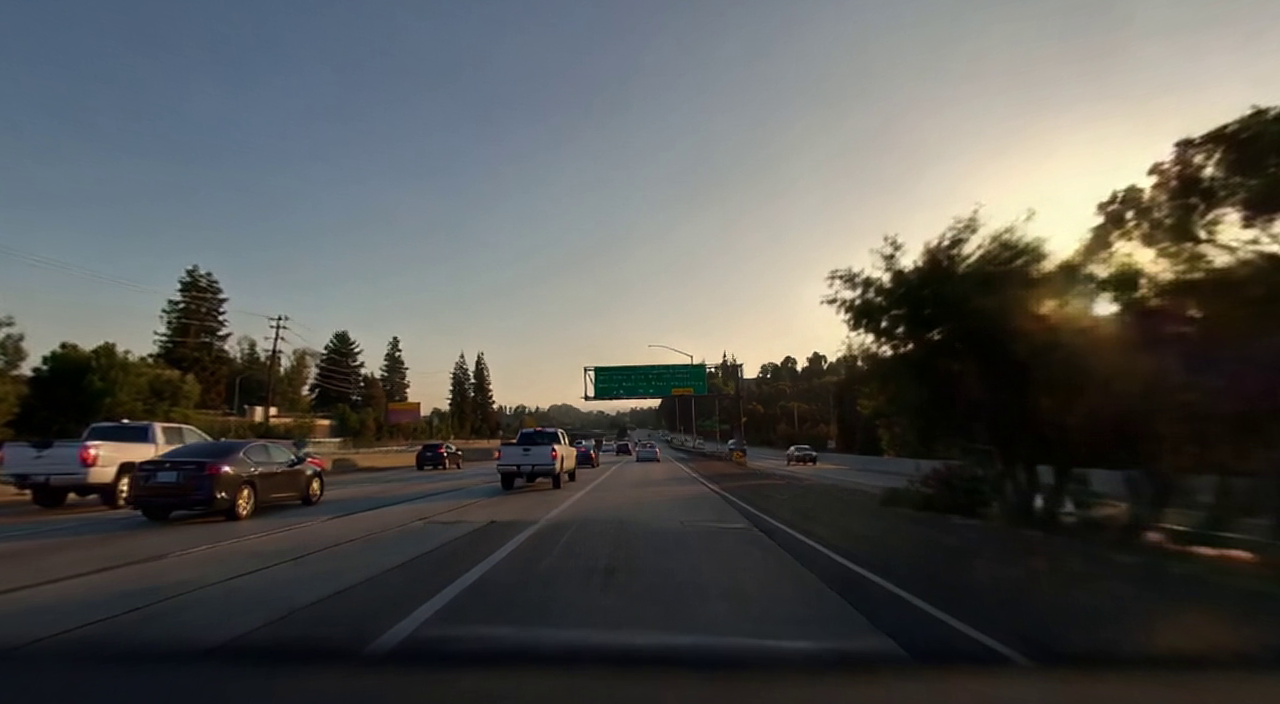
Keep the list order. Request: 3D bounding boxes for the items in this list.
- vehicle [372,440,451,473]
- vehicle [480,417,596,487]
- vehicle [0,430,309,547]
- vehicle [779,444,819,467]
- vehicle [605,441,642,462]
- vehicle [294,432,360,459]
[{"bbox_3d":[-10.775,4.953,29.988,1.884,1.453,4.579,0,-8,2],"label":"vehicle"},{"bbox_3d":[-3.264,3.463,22.033,2.815,2.092,6.526,0,-8,1],"label":"vehicle"},{"bbox_3d":[-7.725,2.085,10.358,1.964,1.481,4.425,0,-8,2],"label":"vehicle"},{"bbox_3d":[12.449,8.089,49.440,2.048,1.720,4.524,0,-8,2],"label":"vehicle"},{"bbox_3d":[-1.156,7.215,45.828,2.013,1.444,4.447,-1,-8,8],"label":"vehicle"},{"bbox_3d":[-23.943,7.188,48.284,2.170,1.974,5.348,0,-8,2],"label":"vehicle"}]
